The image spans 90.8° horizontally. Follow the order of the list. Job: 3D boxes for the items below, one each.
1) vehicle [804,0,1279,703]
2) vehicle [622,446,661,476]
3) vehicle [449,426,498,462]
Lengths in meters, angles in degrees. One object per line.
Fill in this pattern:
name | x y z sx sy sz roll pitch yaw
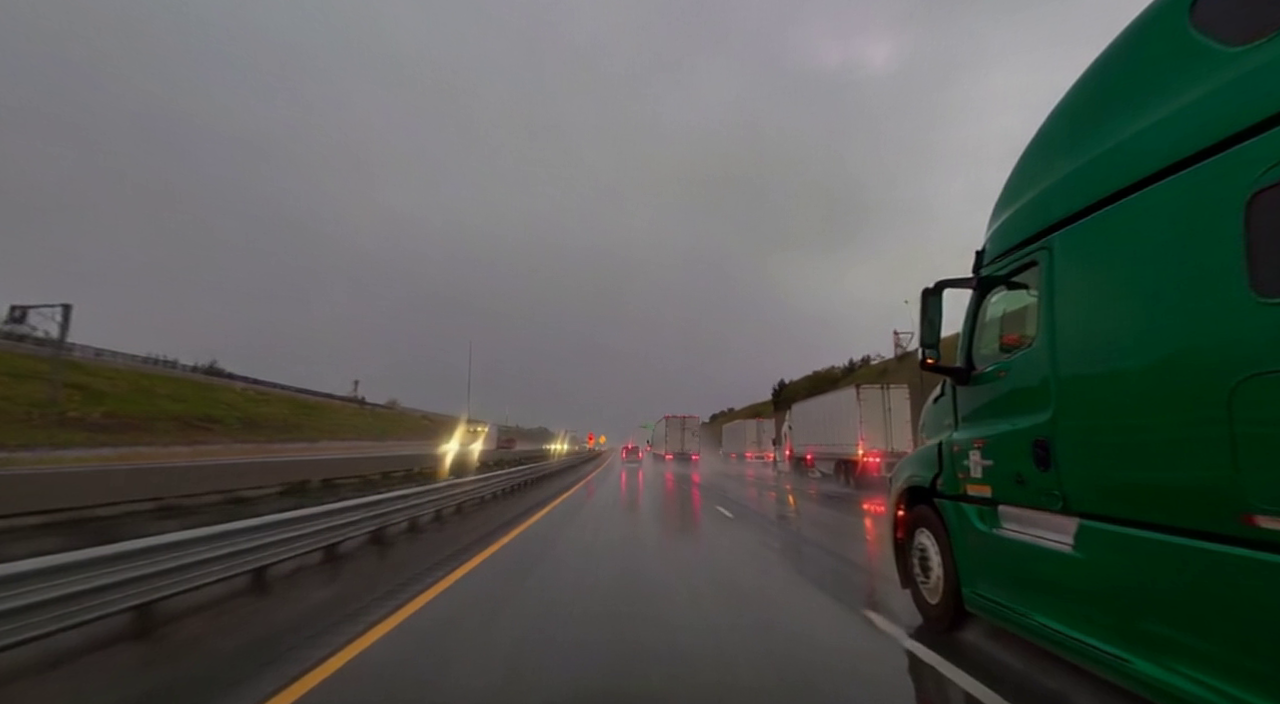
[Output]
vehicle | 3.662 0.171 4.988 2.990 3.934 6.180 0 -9 0
vehicle | 0.026 5.680 33.071 1.927 1.437 3.794 0 -9 -1
vehicle | -13.067 7.309 49.958 2.278 2.621 5.863 0 -9 -1
